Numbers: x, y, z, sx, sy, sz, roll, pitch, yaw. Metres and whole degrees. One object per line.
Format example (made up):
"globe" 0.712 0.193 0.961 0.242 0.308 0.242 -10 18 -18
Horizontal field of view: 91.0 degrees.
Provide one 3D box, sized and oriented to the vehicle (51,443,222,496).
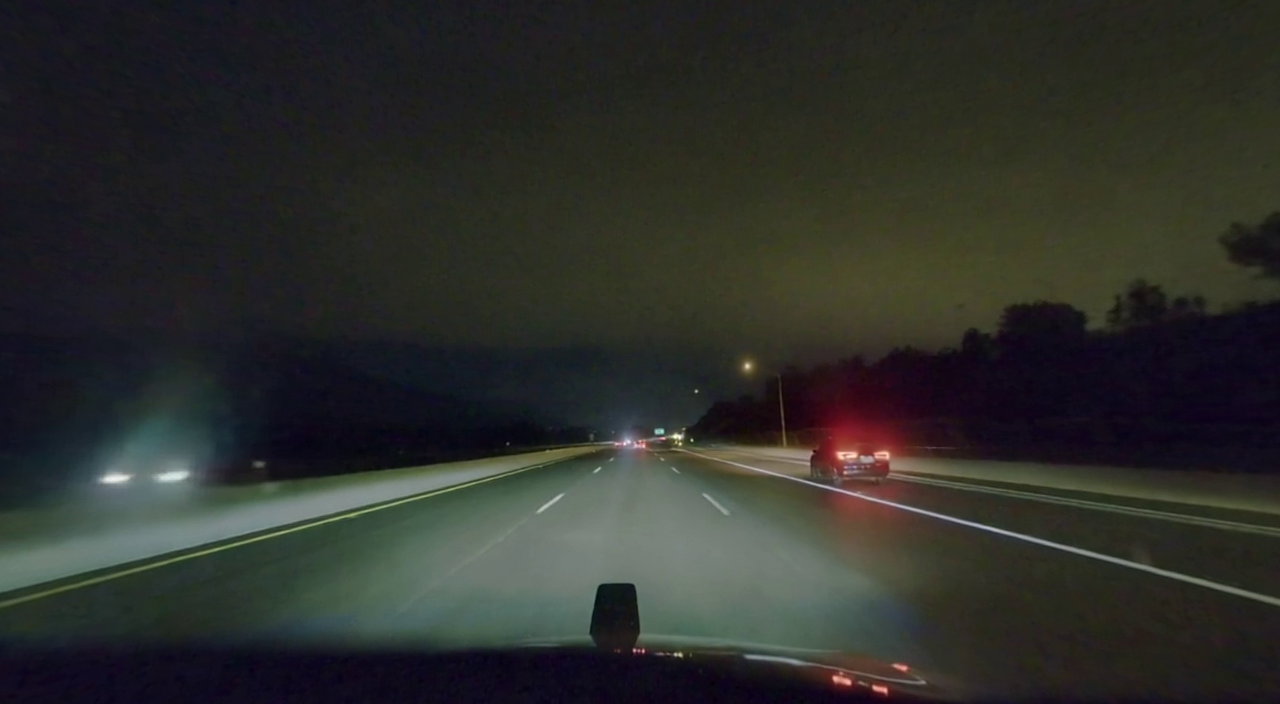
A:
"vehicle" -16.137 3.747 20.560 1.957 1.493 4.370 -1 -8 0
